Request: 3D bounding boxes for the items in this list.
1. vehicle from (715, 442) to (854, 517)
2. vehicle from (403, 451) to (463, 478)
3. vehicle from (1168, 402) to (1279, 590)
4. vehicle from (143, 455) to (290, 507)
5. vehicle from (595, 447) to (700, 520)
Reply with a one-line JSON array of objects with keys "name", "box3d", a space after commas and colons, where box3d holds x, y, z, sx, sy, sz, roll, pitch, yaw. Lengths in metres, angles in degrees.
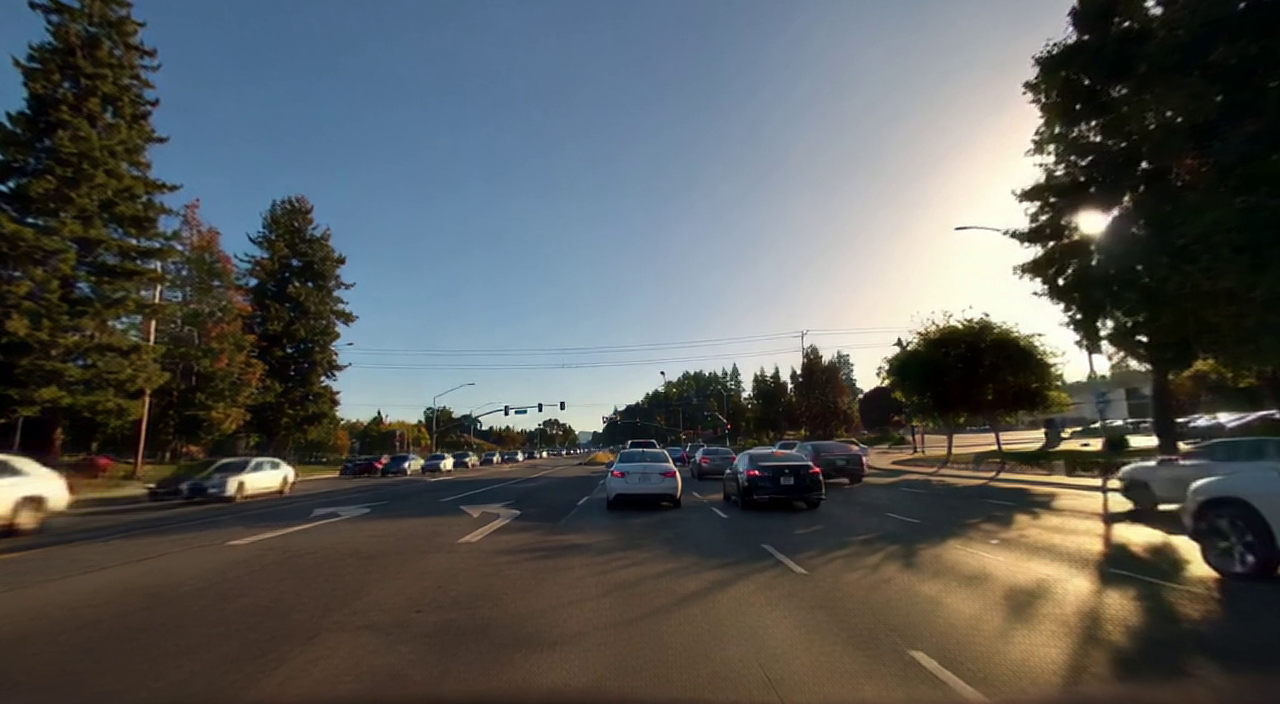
[{"name": "vehicle", "box3d": [3.110, 2.858, 14.839, 1.970, 1.445, 4.974, 0, -9, -2]}, {"name": "vehicle", "box3d": [-12.159, 6.633, 37.501, 2.002, 1.500, 4.536, 0, -9, 0]}, {"name": "vehicle", "box3d": [6.932, 1.176, 4.796, 1.987, 1.730, 4.373, 0, -9, 0]}, {"name": "vehicle", "box3d": [-13.998, 4.243, 21.332, 2.018, 1.469, 4.916, 1, -9, -7]}, {"name": "vehicle", "box3d": [0.078, 2.797, 13.983, 1.990, 1.347, 4.067, 0, -9, -2]}]
